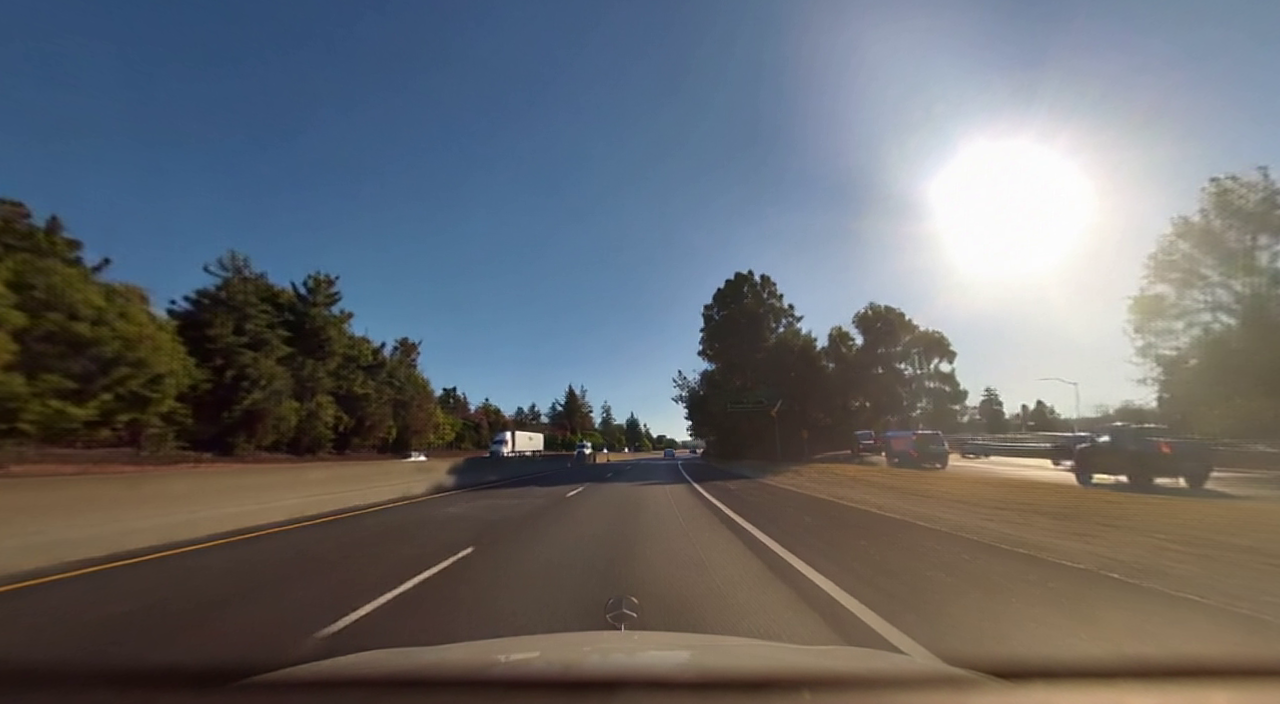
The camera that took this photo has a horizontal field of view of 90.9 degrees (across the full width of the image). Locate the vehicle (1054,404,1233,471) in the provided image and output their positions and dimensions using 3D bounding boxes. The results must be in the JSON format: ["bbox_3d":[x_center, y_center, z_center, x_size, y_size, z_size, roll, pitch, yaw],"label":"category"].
[{"bbox_3d":[37.428,6.725,48.168,2.915,4.160,14.848,-5,-10,7],"label":"vehicle"}]

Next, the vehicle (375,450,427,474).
[{"bbox_3d":[-15.435,7.090,40.857,1.762,1.467,3.614,-1,-9,3],"label":"vehicle"}]
